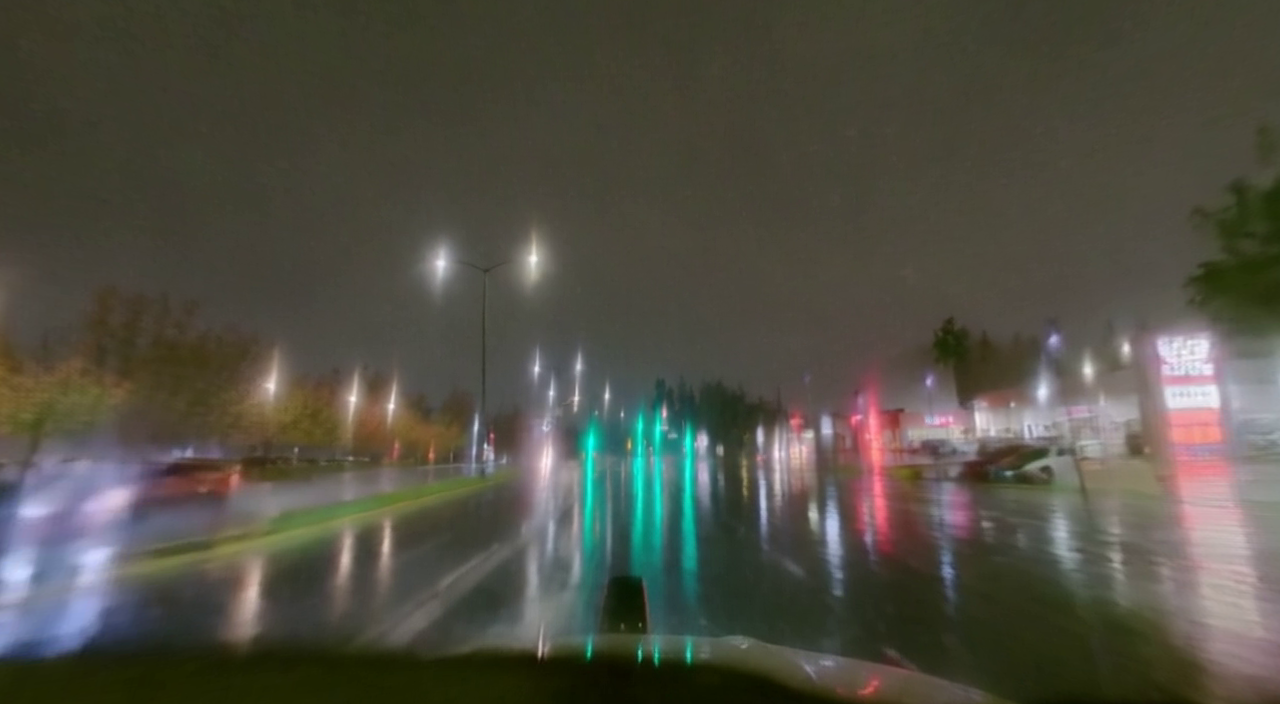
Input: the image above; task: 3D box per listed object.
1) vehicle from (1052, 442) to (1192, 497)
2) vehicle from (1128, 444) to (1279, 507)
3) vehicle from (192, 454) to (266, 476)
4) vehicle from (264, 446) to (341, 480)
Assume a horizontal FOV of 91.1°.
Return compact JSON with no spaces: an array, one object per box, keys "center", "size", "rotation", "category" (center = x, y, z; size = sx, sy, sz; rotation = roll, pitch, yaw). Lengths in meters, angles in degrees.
[{"center":[16.213,3.875,21.109],"size":[4.222,1.669,2.050],"rotation":[5,-10,-28],"category":"vehicle"},{"center":[16.571,3.464,18.116],"size":[4.313,1.584,2.282],"rotation":[5,-10,-29],"category":"vehicle"},{"center":[-30.645,8.403,46.888],"size":[4.400,1.524,1.849],"rotation":[6,-11,-37],"category":"vehicle"},{"center":[-19.945,6.554,37.338],"size":[2.043,1.827,4.547],"rotation":[0,-9,0],"category":"vehicle"}]
